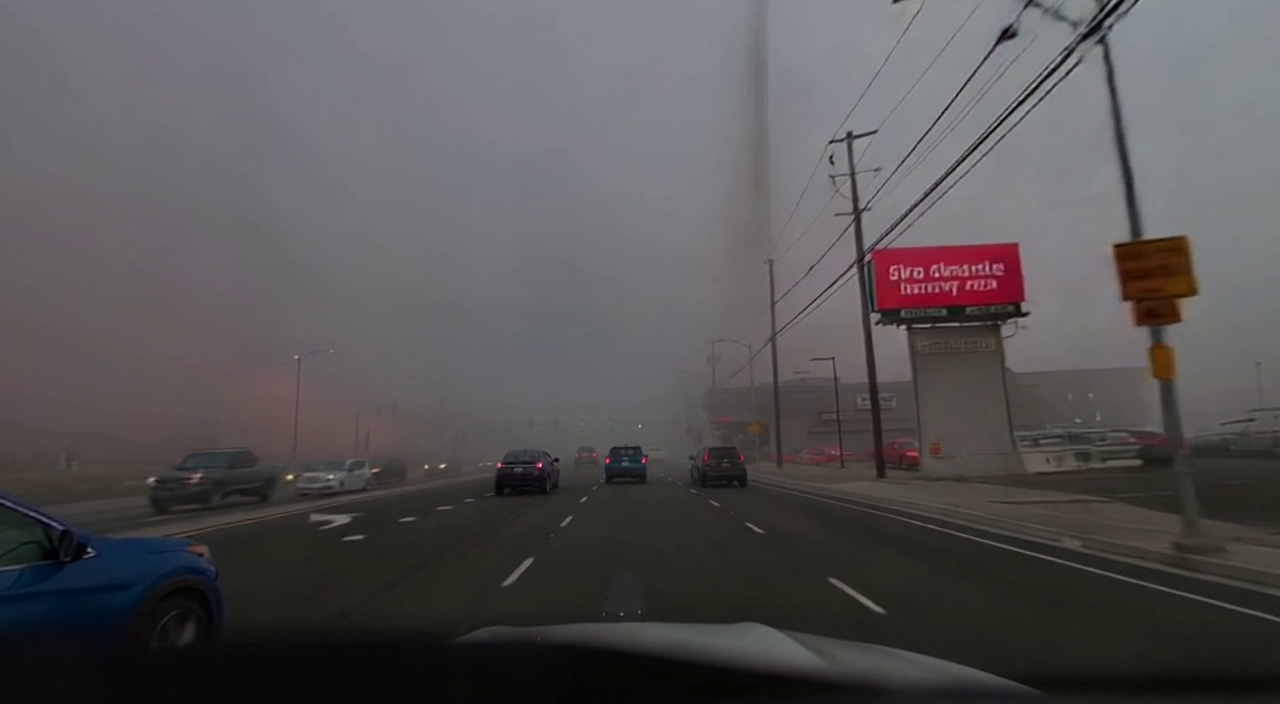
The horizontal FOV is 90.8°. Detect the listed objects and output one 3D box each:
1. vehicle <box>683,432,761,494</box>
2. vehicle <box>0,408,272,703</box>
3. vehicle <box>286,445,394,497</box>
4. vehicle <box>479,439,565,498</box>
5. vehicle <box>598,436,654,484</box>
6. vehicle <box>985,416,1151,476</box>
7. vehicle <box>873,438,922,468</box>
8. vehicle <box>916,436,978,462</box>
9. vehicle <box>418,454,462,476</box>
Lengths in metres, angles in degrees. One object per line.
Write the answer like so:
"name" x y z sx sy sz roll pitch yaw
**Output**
"vehicle" 2.722 3.812 21.967 2.026 1.904 4.102 0 -9 -2
"vehicle" -3.397 0.887 1.812 2.022 1.498 4.471 0 -9 -1
"vehicle" -11.297 4.493 24.211 2.016 1.773 4.433 0 -9 -2
"vehicle" -3.671 3.706 20.433 2.051 1.671 3.861 0 -9 0
"vehicle" -0.641 4.781 28.149 2.326 1.925 4.253 0 -9 -2
"vehicle" 16.117 3.652 24.393 2.409 1.981 5.809 -2 -9 1
"vehicle" 14.781 5.777 36.117 1.990 1.597 4.475 -5 -10 29
"vehicle" 19.266 6.120 39.821 1.883 1.499 4.403 -1 -9 3
"vehicle" -15.490 8.759 49.139 1.986 1.553 4.640 0 -9 -1
